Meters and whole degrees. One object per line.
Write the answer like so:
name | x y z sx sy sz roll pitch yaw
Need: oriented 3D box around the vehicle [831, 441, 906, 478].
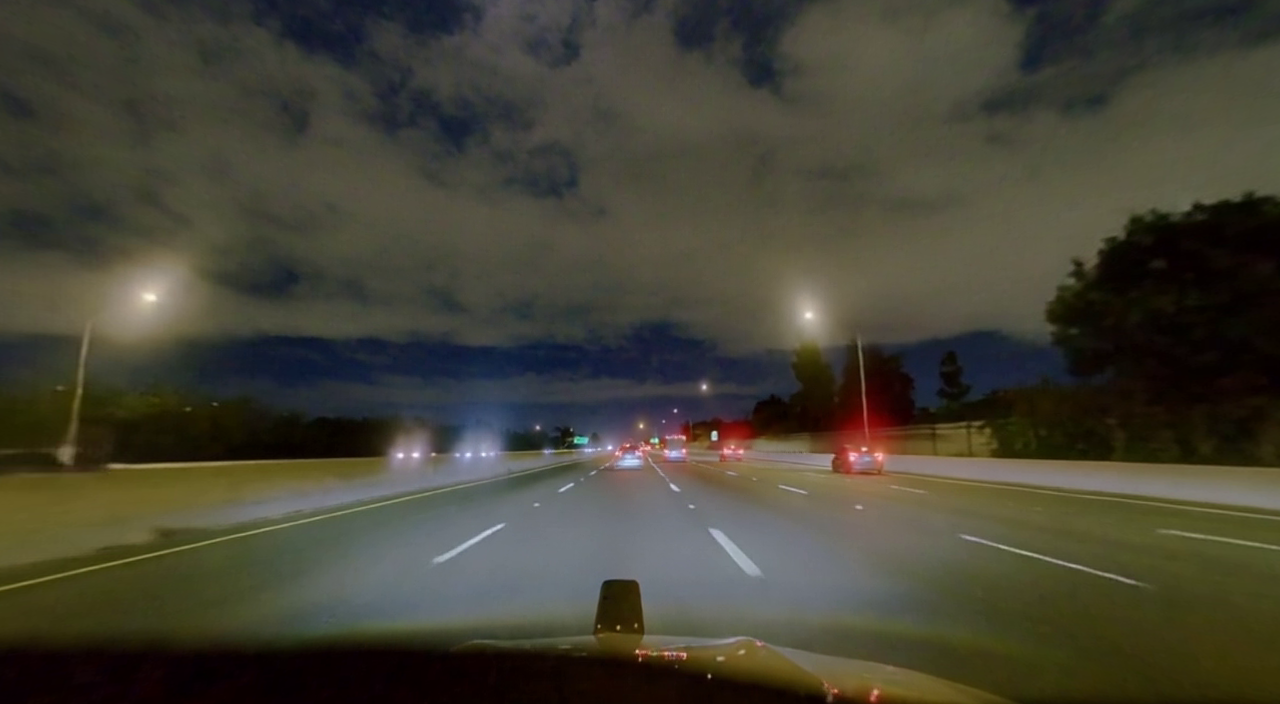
vehicle | 11.113 5.226 31.097 1.912 1.673 4.438 0 -9 -1

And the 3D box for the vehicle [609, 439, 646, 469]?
vehicle | -0.768 6.181 38.434 2.121 1.739 4.087 0 -9 -1
